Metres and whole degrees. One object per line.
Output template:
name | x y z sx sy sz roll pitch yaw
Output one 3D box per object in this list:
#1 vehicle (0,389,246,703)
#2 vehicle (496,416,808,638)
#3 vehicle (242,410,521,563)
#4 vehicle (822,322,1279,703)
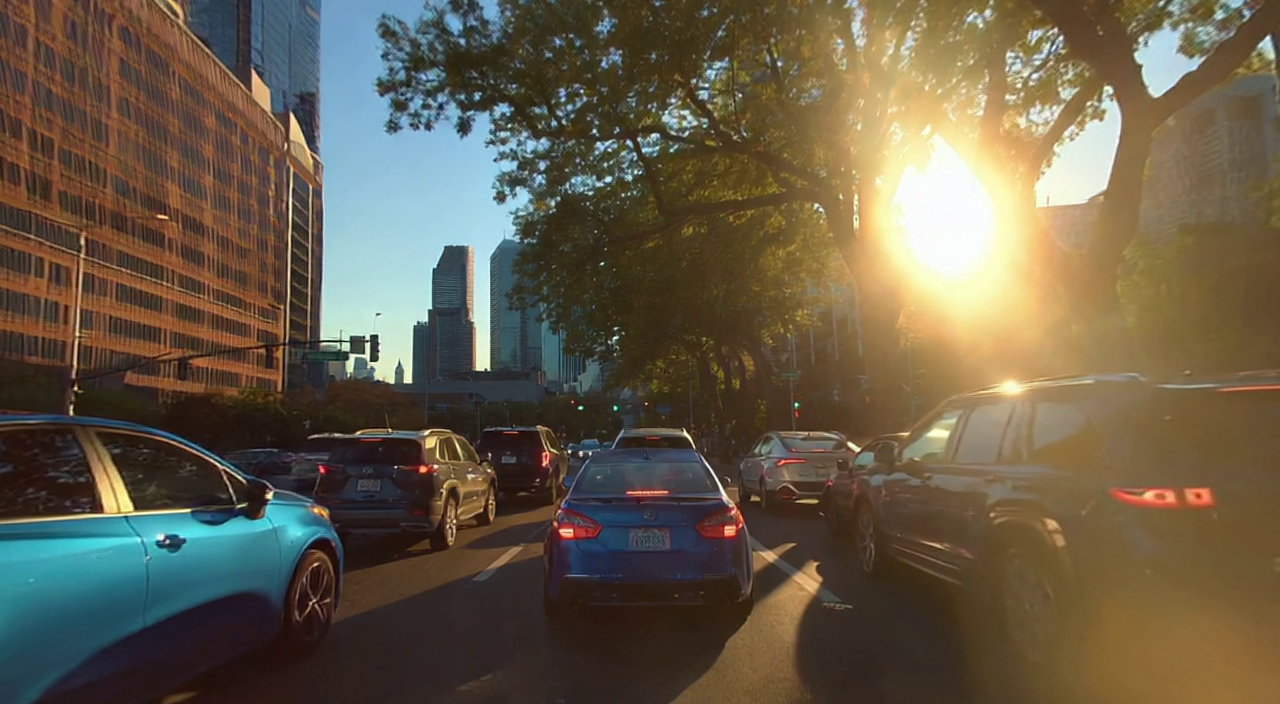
vehicle | -3.393 0.749 1.238 2.144 1.505 4.635 -1 -9 2
vehicle | 0.080 1.506 6.397 2.147 1.507 3.953 0 -8 0
vehicle | -3.374 1.872 9.500 2.168 1.719 4.561 -1 -8 1
vehicle | 3.056 1.083 4.542 2.108 1.785 4.334 0 -9 -1
